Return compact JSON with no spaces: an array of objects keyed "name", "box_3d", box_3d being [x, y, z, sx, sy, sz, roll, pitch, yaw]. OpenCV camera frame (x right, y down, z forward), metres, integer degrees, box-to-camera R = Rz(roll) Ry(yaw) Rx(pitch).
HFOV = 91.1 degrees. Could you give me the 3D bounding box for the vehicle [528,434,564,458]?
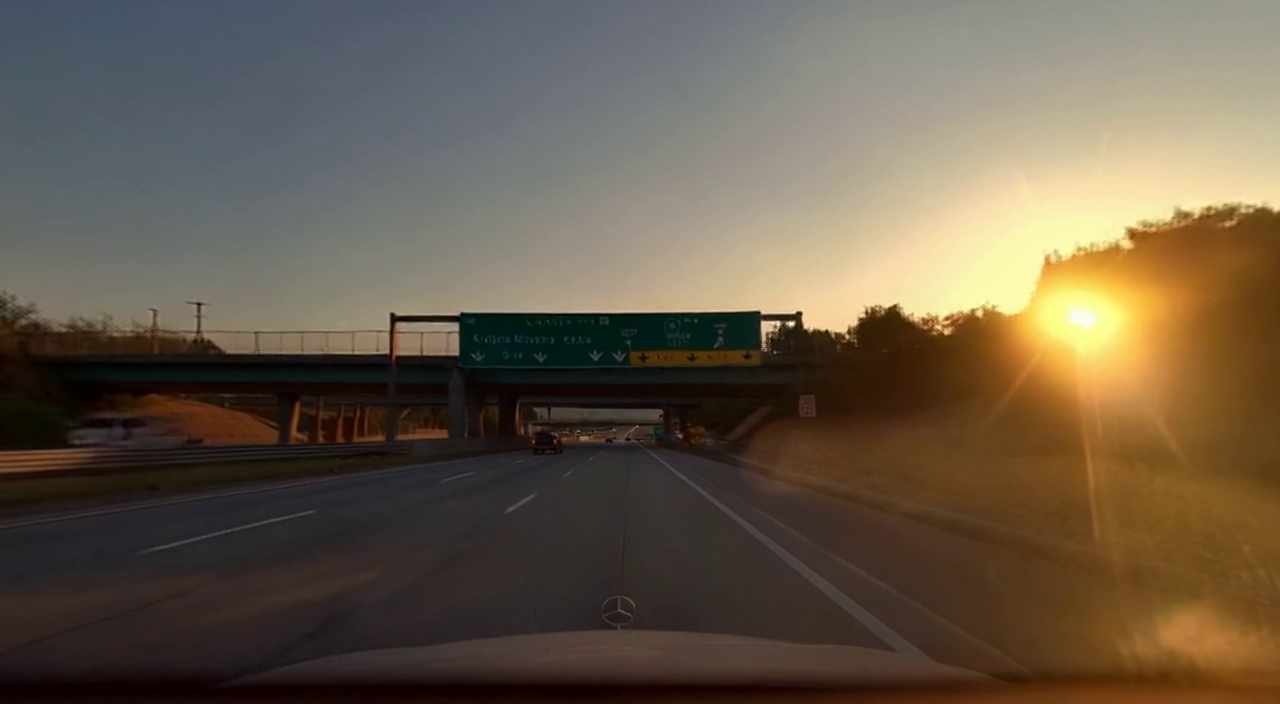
[{"name":"vehicle","box_3d":[-7.095,7.128,47.853,2.111,1.662,4.630,0,-8,-1]}]
